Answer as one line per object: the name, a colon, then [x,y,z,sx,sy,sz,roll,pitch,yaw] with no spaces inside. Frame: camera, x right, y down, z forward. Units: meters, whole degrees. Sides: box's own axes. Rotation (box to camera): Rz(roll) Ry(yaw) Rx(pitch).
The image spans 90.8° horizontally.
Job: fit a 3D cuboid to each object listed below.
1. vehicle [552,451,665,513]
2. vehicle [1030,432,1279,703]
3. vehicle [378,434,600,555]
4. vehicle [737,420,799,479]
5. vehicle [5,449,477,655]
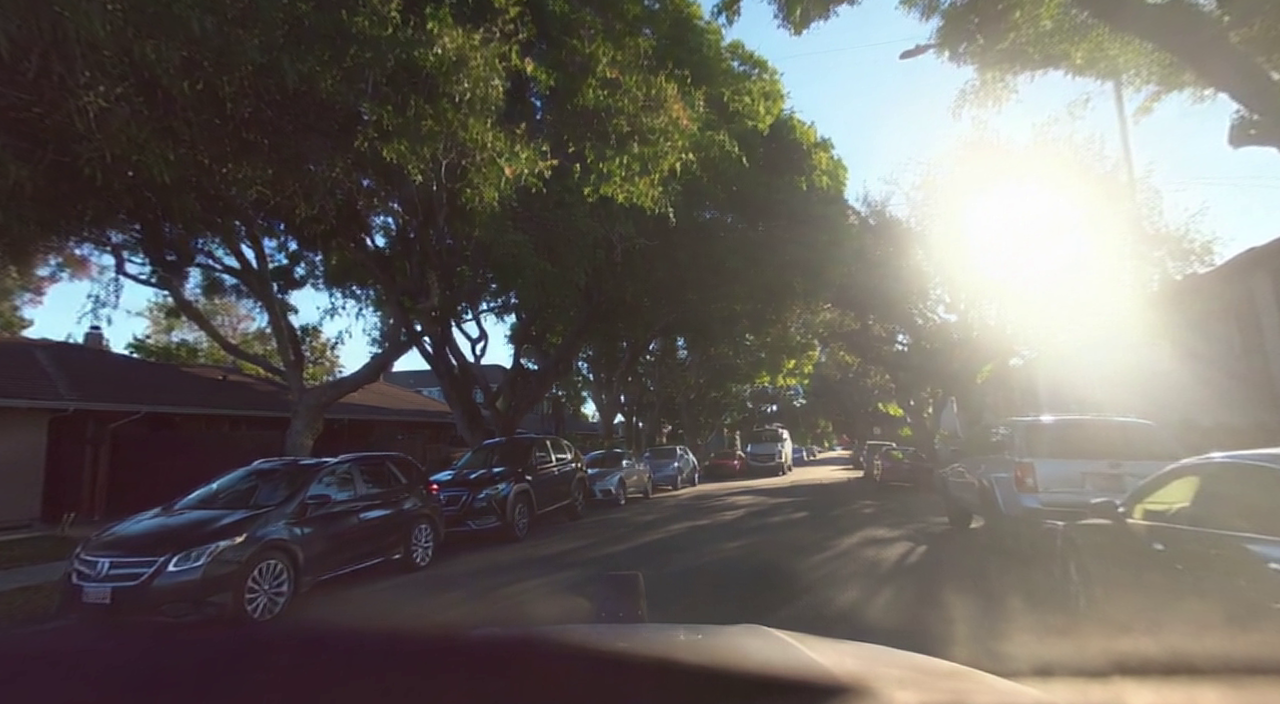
vehicle: [-0.740,3.648,18.310,1.861,1.474,4.749,-2,-9,15]
vehicle: [4.105,1.180,3.422,1.992,1.456,4.610,-2,-9,14]
vehicle: [-2.549,2.557,12.322,2.203,1.815,4.972,-2,-9,12]
vehicle: [7.209,5.358,34.839,2.716,2.887,6.781,-2,-9,16]
vehicle: [-3.784,1.875,7.187,1.855,1.510,4.406,-2,-9,13]
